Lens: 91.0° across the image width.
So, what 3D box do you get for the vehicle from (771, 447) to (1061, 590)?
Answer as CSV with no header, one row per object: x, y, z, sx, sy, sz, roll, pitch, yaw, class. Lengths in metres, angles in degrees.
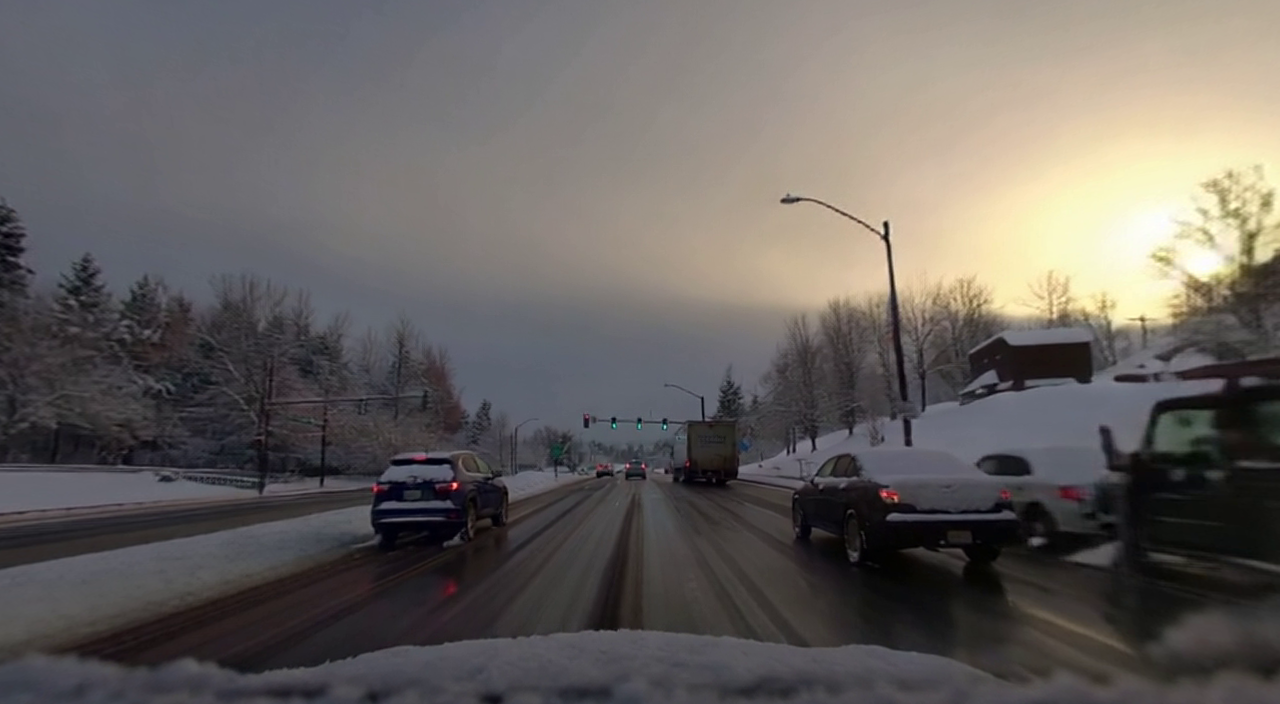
3.388,2.116,9.071,1.915,1.449,4.970,0,-9,0,vehicle

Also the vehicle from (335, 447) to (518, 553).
-3.598,2.538,11.589,1.751,1.540,4.481,0,-9,1,vehicle

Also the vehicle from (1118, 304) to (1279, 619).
6.851,0.780,4.389,2.483,2.707,5.496,0,-9,-2,vehicle

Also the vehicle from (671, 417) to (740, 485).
3.839,6.212,39.747,3.003,3.680,10.684,0,-9,-1,vehicle
